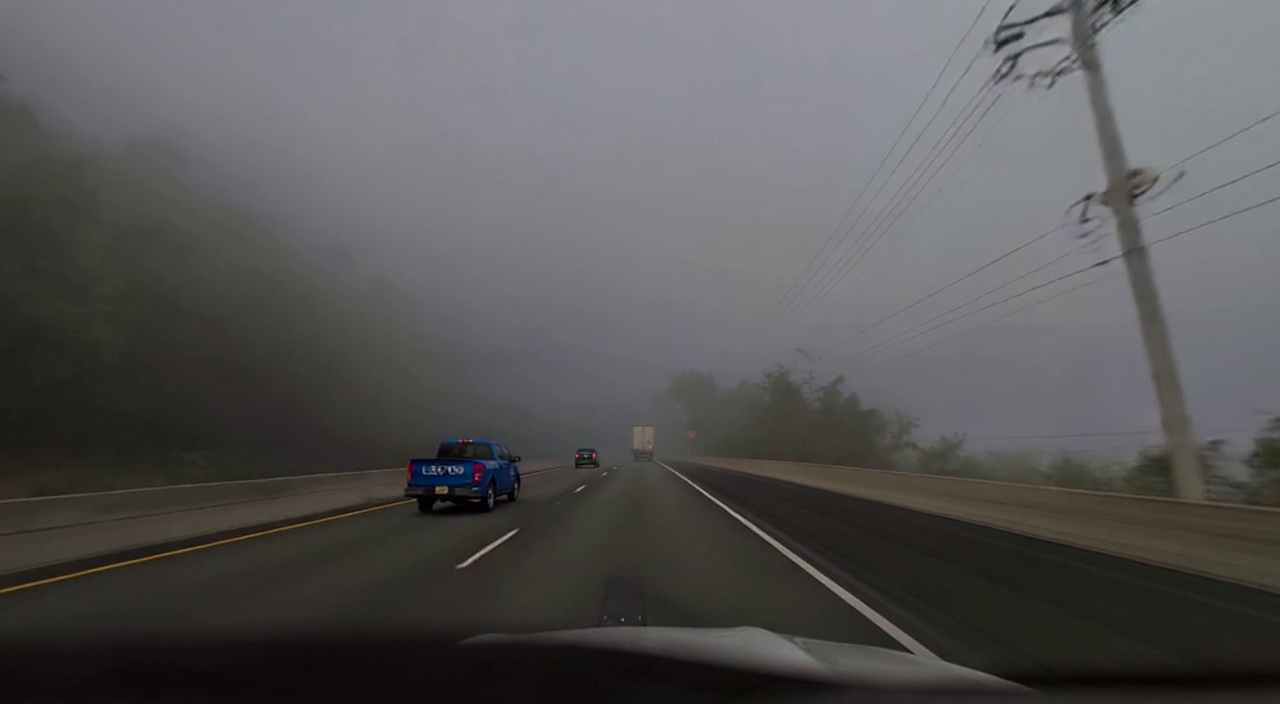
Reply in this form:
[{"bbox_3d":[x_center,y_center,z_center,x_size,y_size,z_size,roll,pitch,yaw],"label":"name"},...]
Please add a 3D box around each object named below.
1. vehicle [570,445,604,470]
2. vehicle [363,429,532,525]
[{"bbox_3d":[-3.910,7.864,47.179,2.111,1.735,4.066,0,-9,1],"label":"vehicle"},{"bbox_3d":[-3.854,2.606,13.776,2.049,1.697,4.998,0,-9,1],"label":"vehicle"}]
